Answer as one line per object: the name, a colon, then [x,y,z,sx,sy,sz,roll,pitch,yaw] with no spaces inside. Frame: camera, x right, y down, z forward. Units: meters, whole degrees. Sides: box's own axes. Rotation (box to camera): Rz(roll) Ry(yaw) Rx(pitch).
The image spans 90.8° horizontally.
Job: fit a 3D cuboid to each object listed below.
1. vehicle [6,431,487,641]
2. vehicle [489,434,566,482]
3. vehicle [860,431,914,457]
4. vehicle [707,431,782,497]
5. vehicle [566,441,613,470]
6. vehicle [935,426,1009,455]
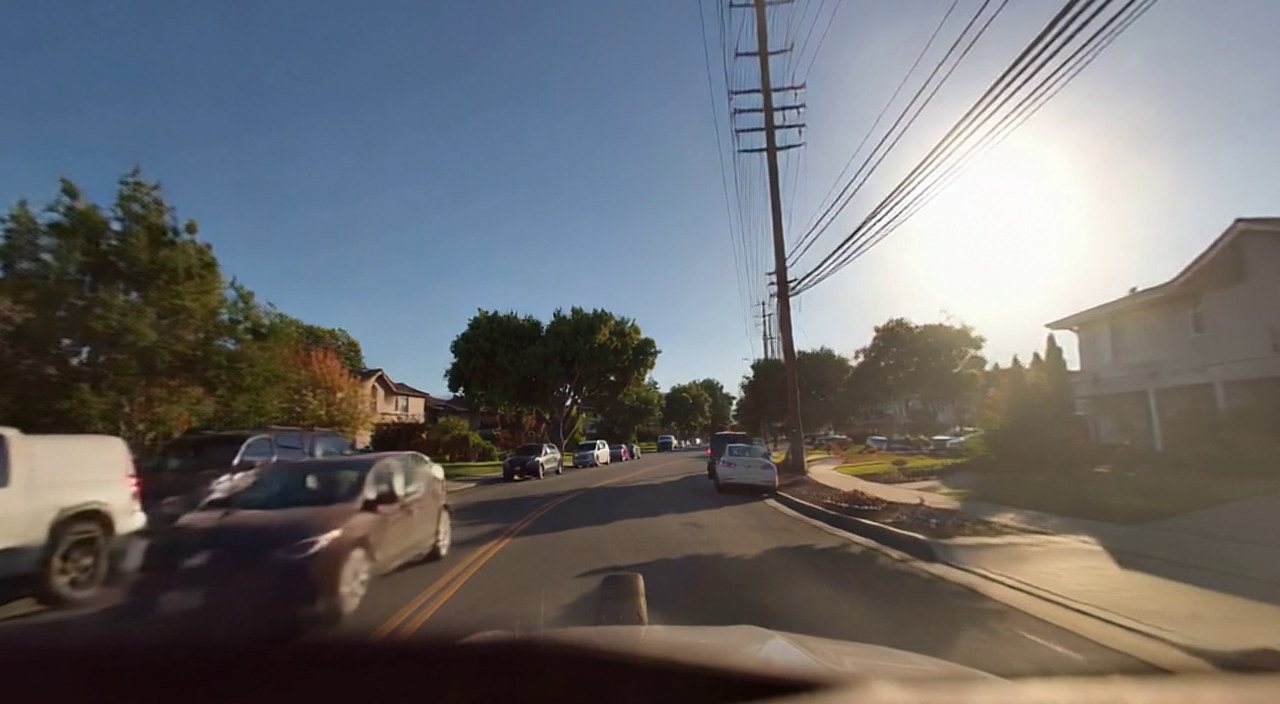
vehicle: [-3.644,1.779,7.236,2.448,1.475,4.568,-4,-9,3]
vehicle: [-5.481,5.316,31.623,2.353,2.037,5.358,-5,-11,6]
vehicle: [17.013,6.353,43.697,2.079,1.675,3.855,0,-9,-1]
vehicle: [3.175,3.497,20.147,2.032,1.810,5.047,-1,-9,6]
vehicle: [-3.421,7.182,44.012,2.192,1.873,4.985,-1,-9,9]
vehicle: [22.220,6.000,42.491,2.253,1.805,4.842,1,-9,-1]
